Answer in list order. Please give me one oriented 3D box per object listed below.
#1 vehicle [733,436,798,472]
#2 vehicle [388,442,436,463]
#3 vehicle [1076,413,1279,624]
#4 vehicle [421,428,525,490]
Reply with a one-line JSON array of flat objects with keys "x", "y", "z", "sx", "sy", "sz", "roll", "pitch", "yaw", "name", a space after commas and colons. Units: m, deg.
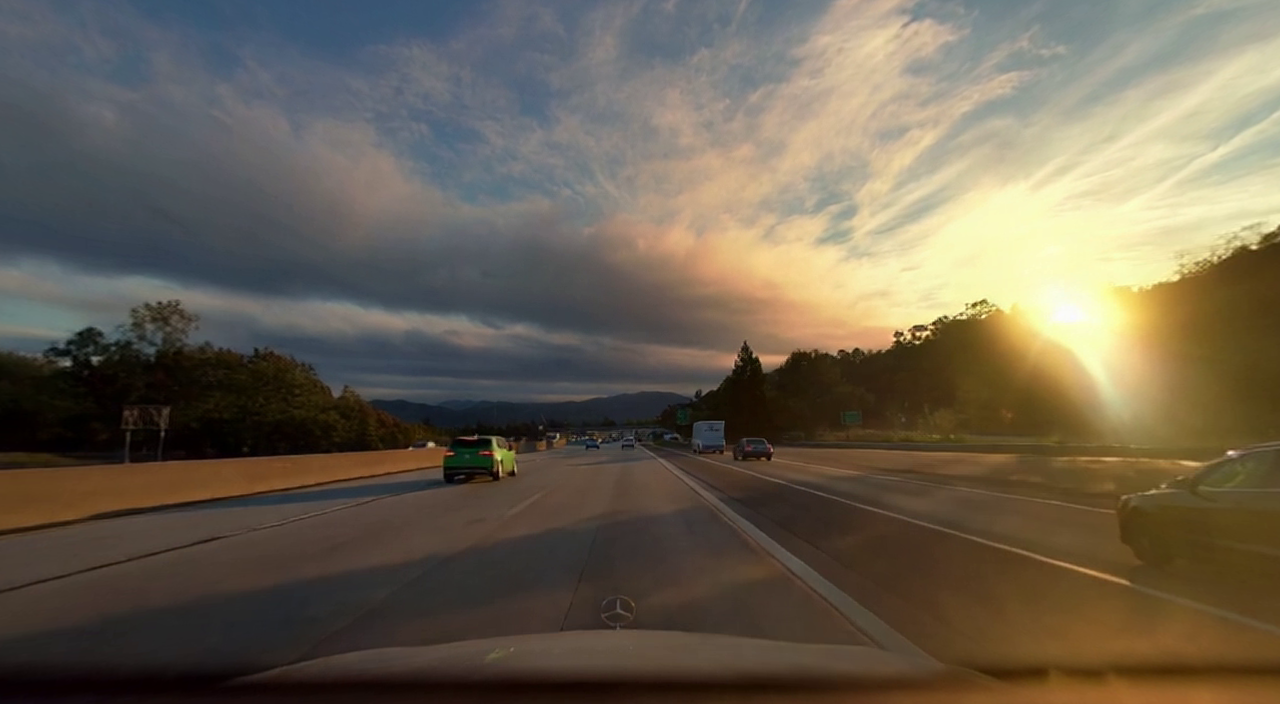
[{"x": 5.355, "y": 4.381, "z": 27.463, "sx": 1.920, "sy": 1.436, "sz": 3.890, "roll": 0, "pitch": -8, "yaw": -2, "name": "vehicle"}, {"x": -16.953, "y": 7.441, "z": 47.025, "sx": 1.864, "sy": 1.436, "sz": 4.572, "roll": 0, "pitch": -8, "yaw": 0, "name": "vehicle"}, {"x": 5.565, "y": 1.170, "z": 4.384, "sx": 2.028, "sy": 1.488, "sz": 4.236, "roll": 0, "pitch": -8, "yaw": 0, "name": "vehicle"}, {"x": -4.675, "y": 3.021, "z": 18.235, "sx": 1.966, "sy": 1.570, "sz": 3.859, "roll": 0, "pitch": -8, "yaw": 0, "name": "vehicle"}]
